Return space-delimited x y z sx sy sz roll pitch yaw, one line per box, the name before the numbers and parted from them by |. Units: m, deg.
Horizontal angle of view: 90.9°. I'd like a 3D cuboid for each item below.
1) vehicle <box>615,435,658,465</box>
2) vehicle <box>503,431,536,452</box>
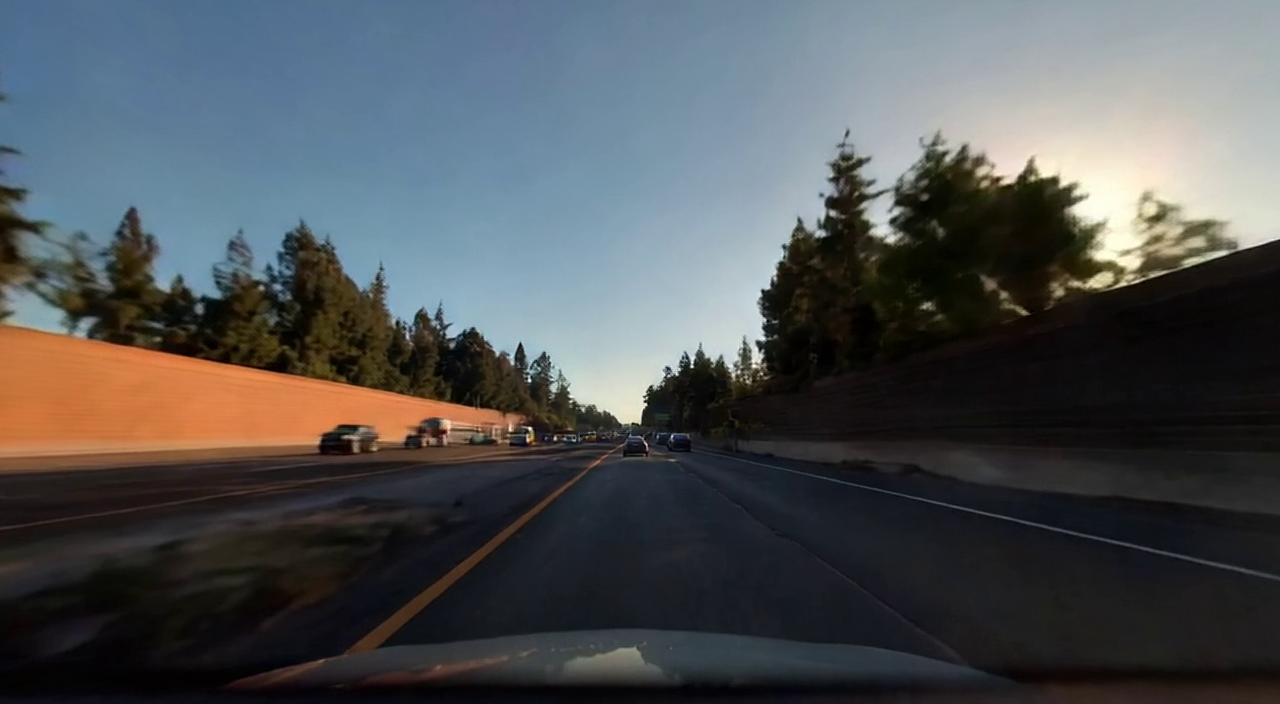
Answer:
vehicle | -0.204 5.175 33.668 2.119 1.480 4.000 0 -8 -1
vehicle | -9.319 6.961 49.020 1.842 1.511 3.979 0 -8 0
